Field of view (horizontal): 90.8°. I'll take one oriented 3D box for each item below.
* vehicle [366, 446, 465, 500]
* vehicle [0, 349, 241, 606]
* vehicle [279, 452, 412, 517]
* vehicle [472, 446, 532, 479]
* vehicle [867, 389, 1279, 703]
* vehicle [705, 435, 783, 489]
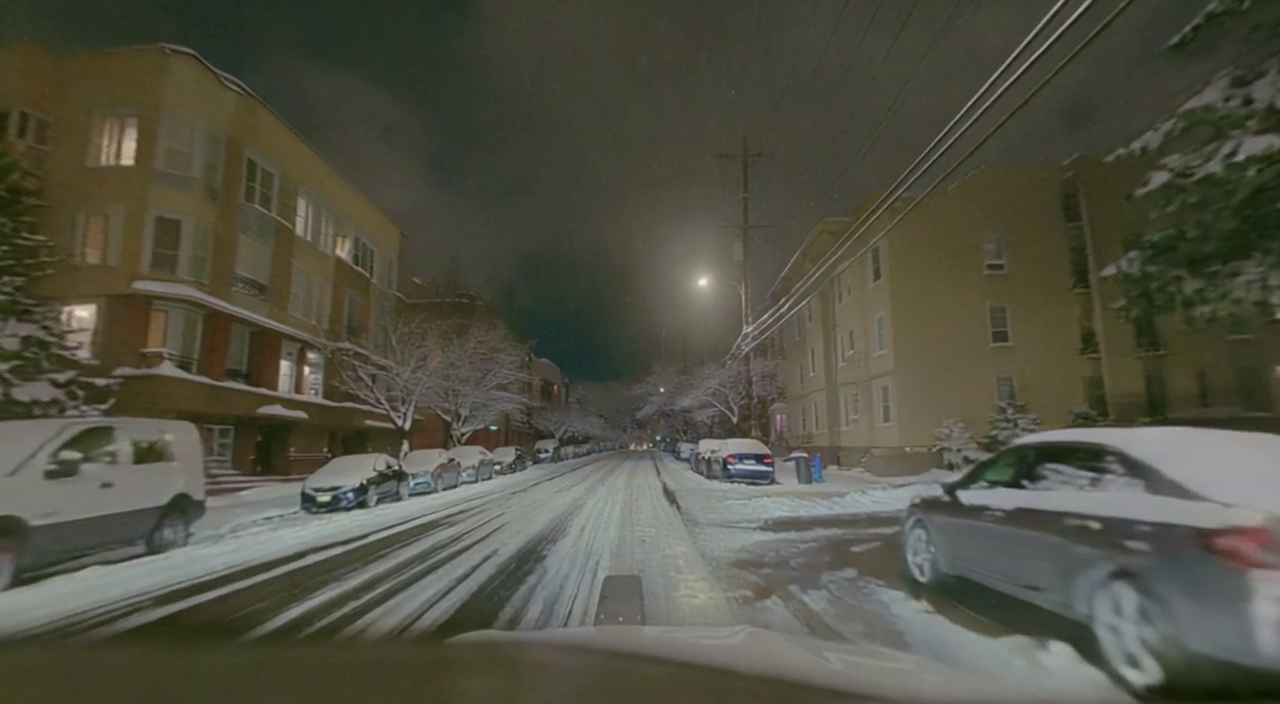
[{"bbox_3d":[-7.772,4.254,22.428,1.917,1.618,4.825,-1,-10,-2],"label":"vehicle"},{"bbox_3d":[-7.136,1.437,7.524,1.889,2.463,4.142,-1,-9,1],"label":"vehicle"},{"bbox_3d":[-7.708,3.469,17.037,1.873,1.437,4.068,-1,-8,-4],"label":"vehicle"},{"bbox_3d":[-7.473,6.025,34.753,2.145,1.488,4.646,-3,-8,1],"label":"vehicle"},{"bbox_3d":[3.631,1.256,4.657,2.132,1.564,4.625,0,-9,-1],"label":"vehicle"},{"bbox_3d":[3.591,3.902,22.774,2.095,1.694,4.592,-1,-8,1],"label":"vehicle"}]
